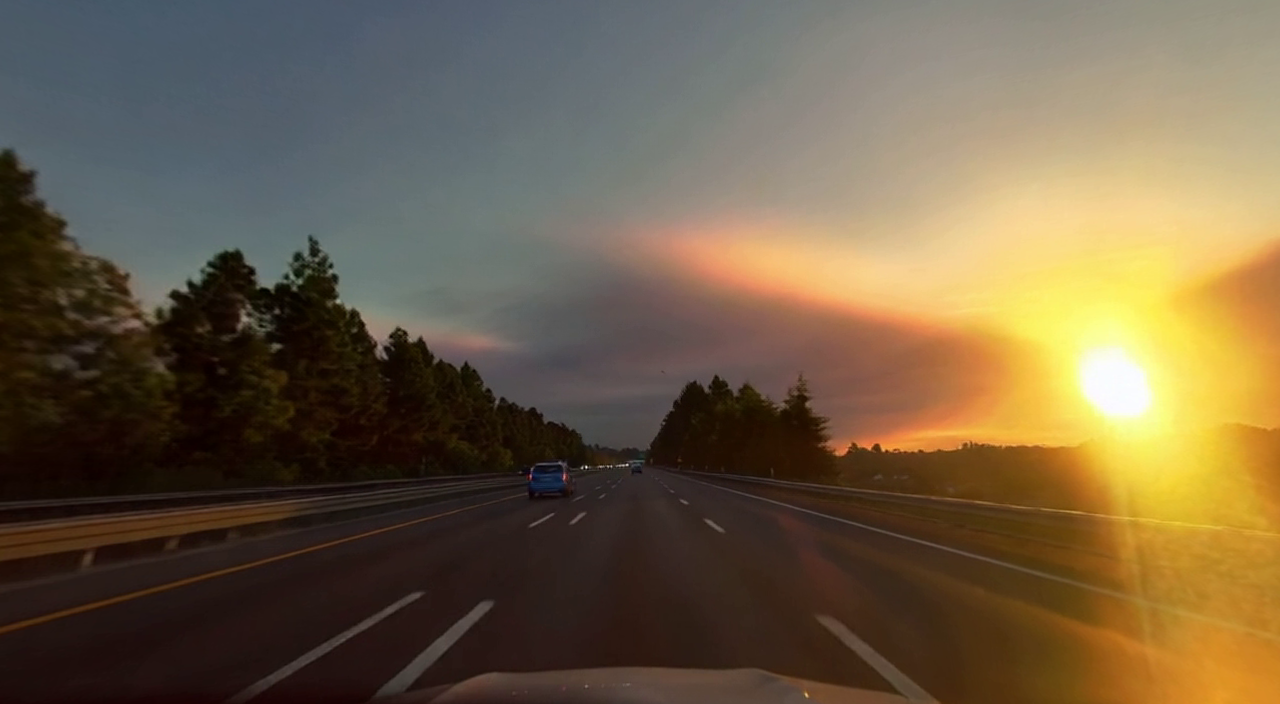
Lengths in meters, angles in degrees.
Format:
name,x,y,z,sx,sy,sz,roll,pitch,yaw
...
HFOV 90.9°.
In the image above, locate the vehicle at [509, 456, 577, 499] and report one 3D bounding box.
name,x,y,z,sx,sy,sz,roll,pitch,yaw
vehicle,-3.903,5.184,26.114,2.081,1.586,4.245,0,-10,1
